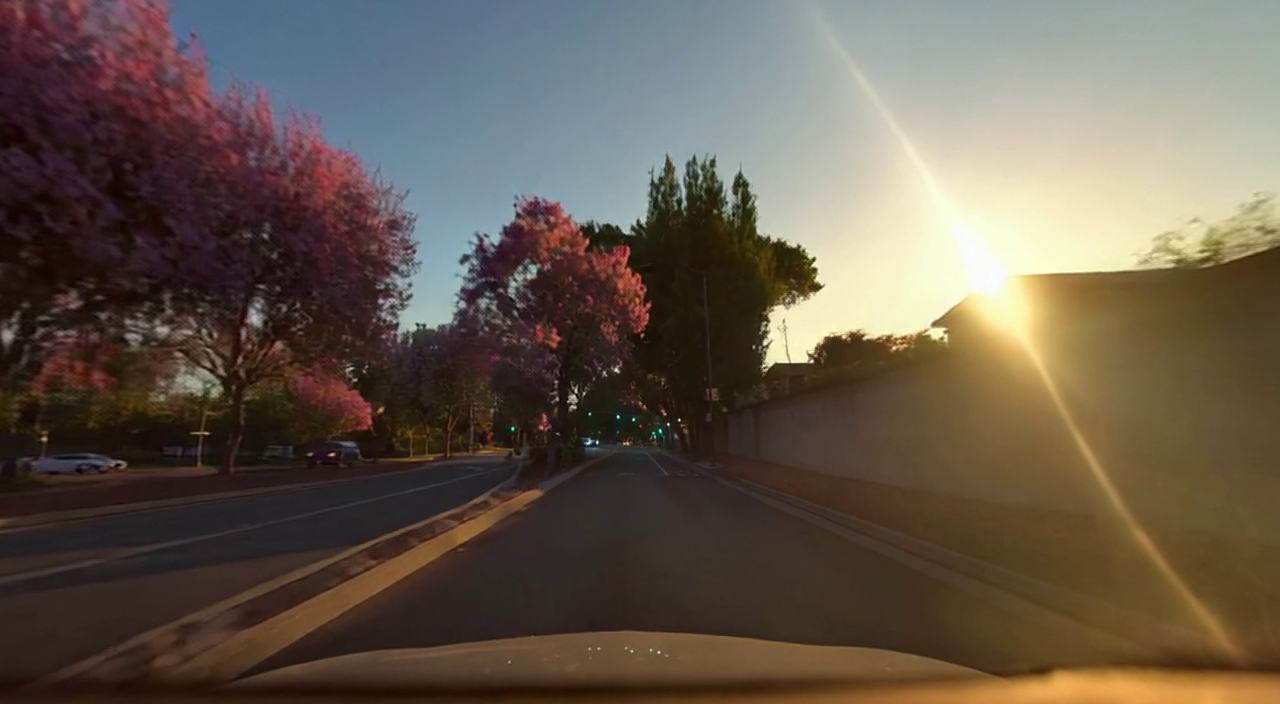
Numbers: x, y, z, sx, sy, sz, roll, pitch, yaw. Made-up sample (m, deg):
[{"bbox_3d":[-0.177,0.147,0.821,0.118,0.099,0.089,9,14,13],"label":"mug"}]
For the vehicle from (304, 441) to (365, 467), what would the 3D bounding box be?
[{"bbox_3d":[-20.809,6.963,43.098,1.896,1.689,4.599,0,-8,0],"label":"vehicle"}]
